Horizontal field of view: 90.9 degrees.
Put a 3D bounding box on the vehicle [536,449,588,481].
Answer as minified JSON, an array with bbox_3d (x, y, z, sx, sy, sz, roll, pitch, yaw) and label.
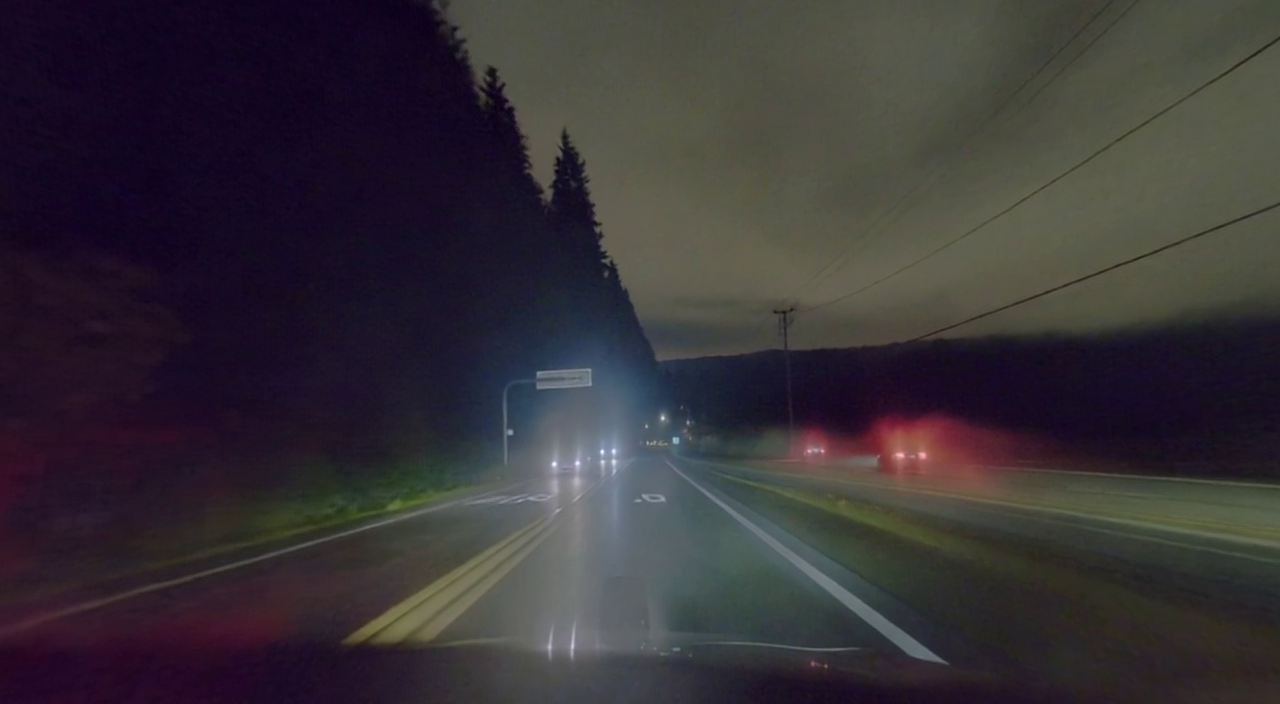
[{"bbox_3d":[-3.766,5.564,31.199,2.002,1.420,3.948,-1,-8,1],"label":"vehicle"}]
